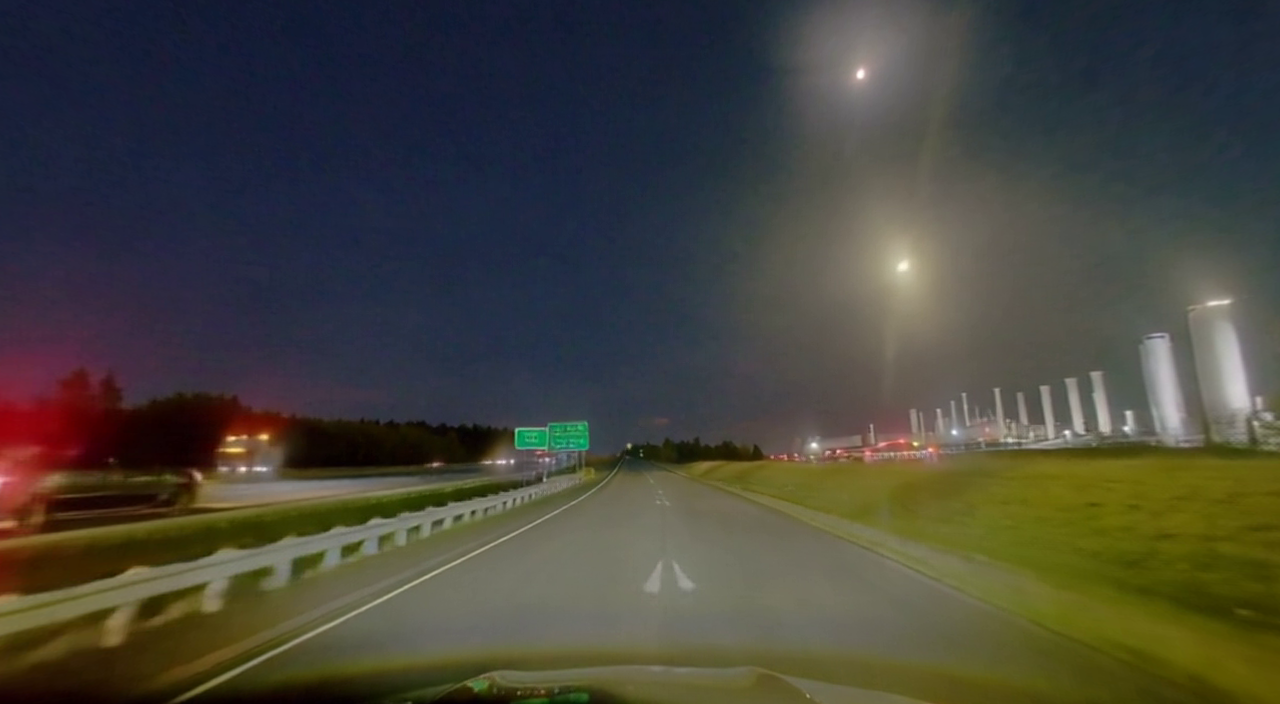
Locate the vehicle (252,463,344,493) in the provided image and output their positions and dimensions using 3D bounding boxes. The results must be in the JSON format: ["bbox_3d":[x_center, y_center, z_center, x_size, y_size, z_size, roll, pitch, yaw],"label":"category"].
[{"bbox_3d":[-19.623,7.218,36.496,2.230,1.503,4.692,-2,-9,8],"label":"vehicle"}]

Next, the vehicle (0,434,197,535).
[{"bbox_3d":[-18.164,4.008,19.680,2.344,2.702,7.709,-1,-9,7],"label":"vehicle"}]
